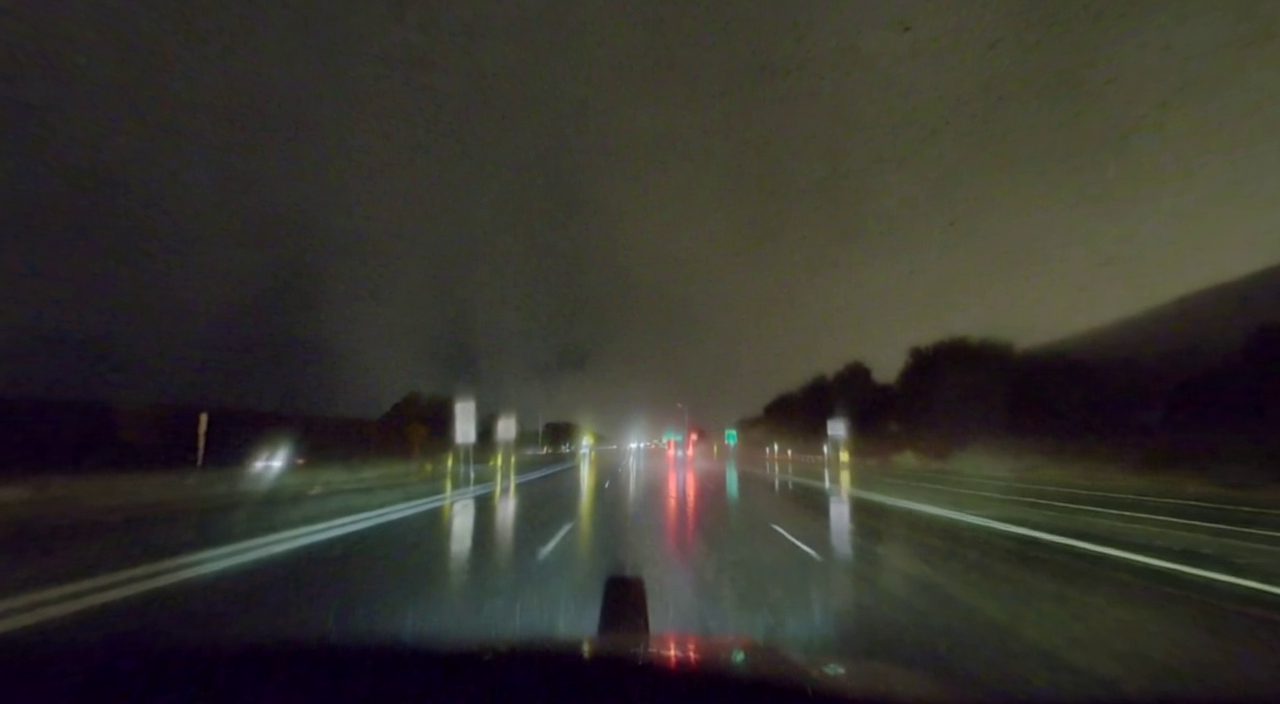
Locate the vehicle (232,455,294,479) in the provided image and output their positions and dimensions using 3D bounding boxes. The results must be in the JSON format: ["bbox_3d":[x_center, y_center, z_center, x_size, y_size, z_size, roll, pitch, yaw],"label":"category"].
[{"bbox_3d":[-27.959,8.547,46.840,1.813,1.608,4.213,0,-9,2],"label":"vehicle"}]

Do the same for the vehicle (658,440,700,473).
[{"bbox_3d":[2.032,5.616,34.063,2.050,1.654,4.192,0,-9,1],"label":"vehicle"}]
